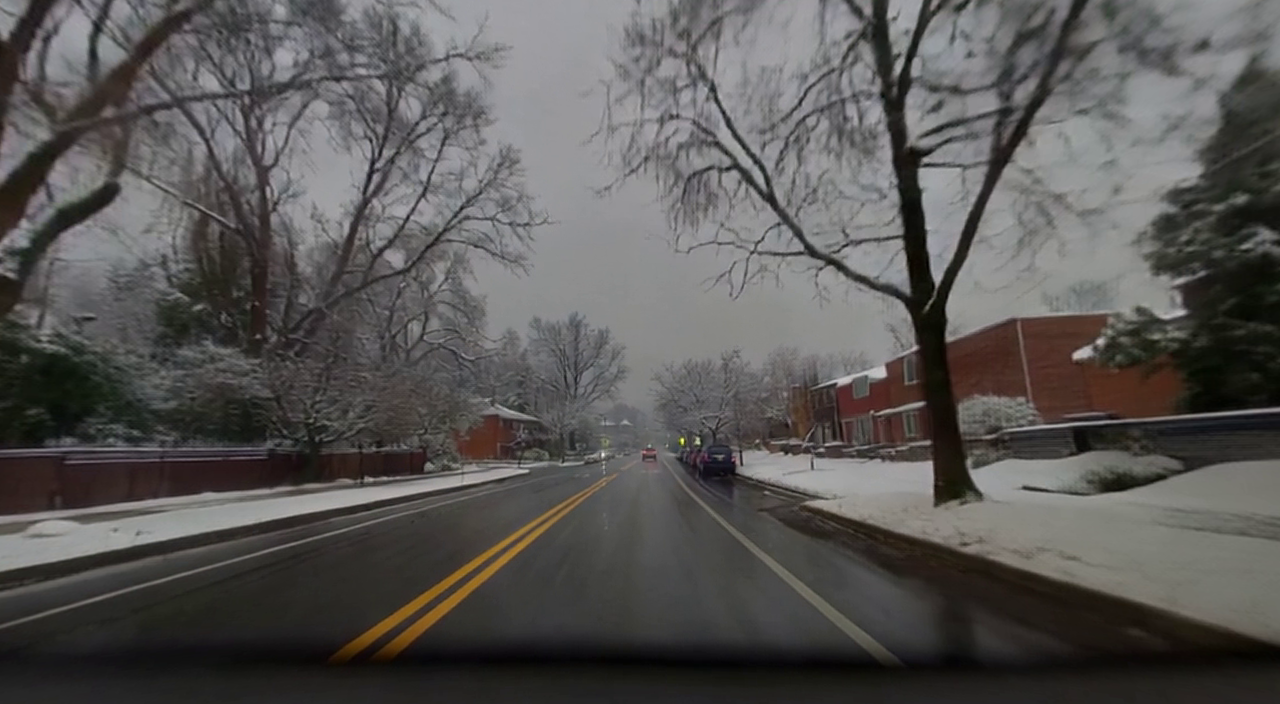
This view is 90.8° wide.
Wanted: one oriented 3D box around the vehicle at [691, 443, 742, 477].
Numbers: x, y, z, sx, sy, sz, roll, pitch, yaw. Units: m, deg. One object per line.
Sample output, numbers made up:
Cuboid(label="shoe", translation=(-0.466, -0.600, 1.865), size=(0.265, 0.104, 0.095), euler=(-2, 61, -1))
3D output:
Cuboid(label="vehicle", translation=(4.185, 5.984, 35.273), size=(1.937, 1.752, 4.574), euler=(1, -9, -5))
